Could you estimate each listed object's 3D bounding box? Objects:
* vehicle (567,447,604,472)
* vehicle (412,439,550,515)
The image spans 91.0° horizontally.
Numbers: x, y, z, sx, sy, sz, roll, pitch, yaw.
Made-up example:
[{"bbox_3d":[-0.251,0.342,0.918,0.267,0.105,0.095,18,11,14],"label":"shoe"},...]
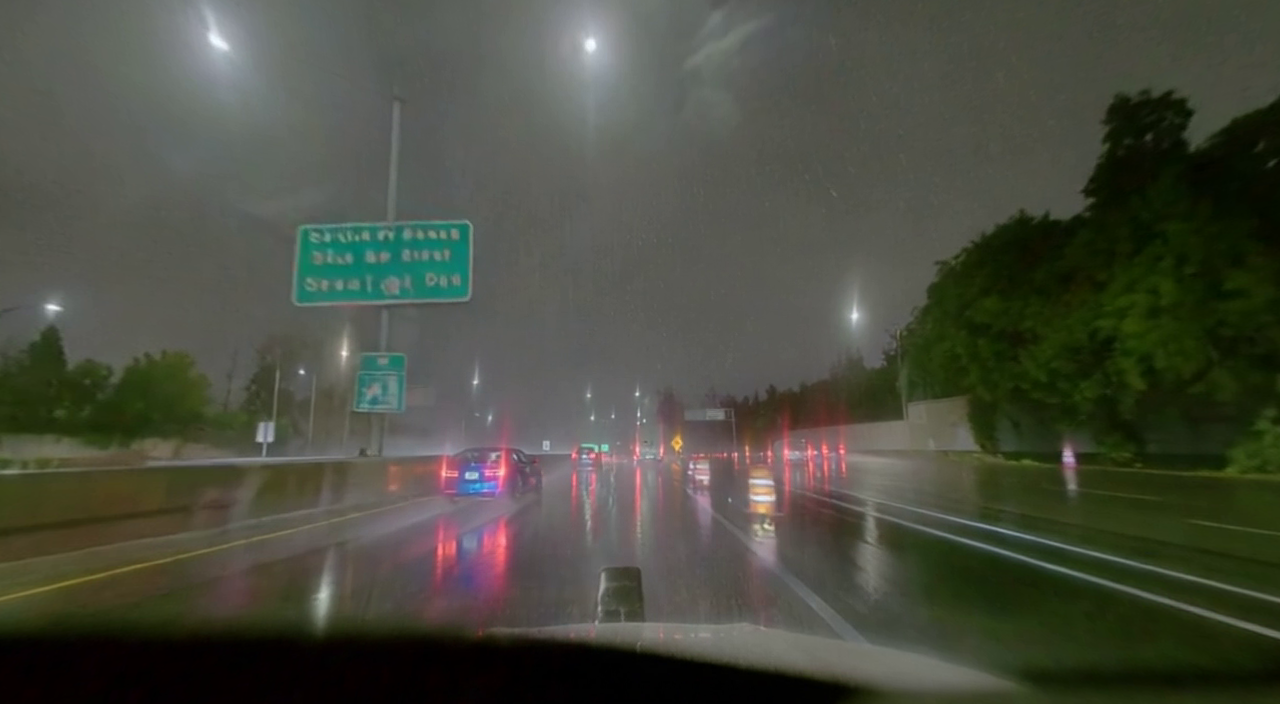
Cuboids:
[{"bbox_3d":[-3.366,6.749,39.726,1.965,1.459,4.145,0,-9,0],"label":"vehicle"},{"bbox_3d":[-3.556,2.888,15.118,2.012,1.510,4.672,0,-9,1],"label":"vehicle"}]
